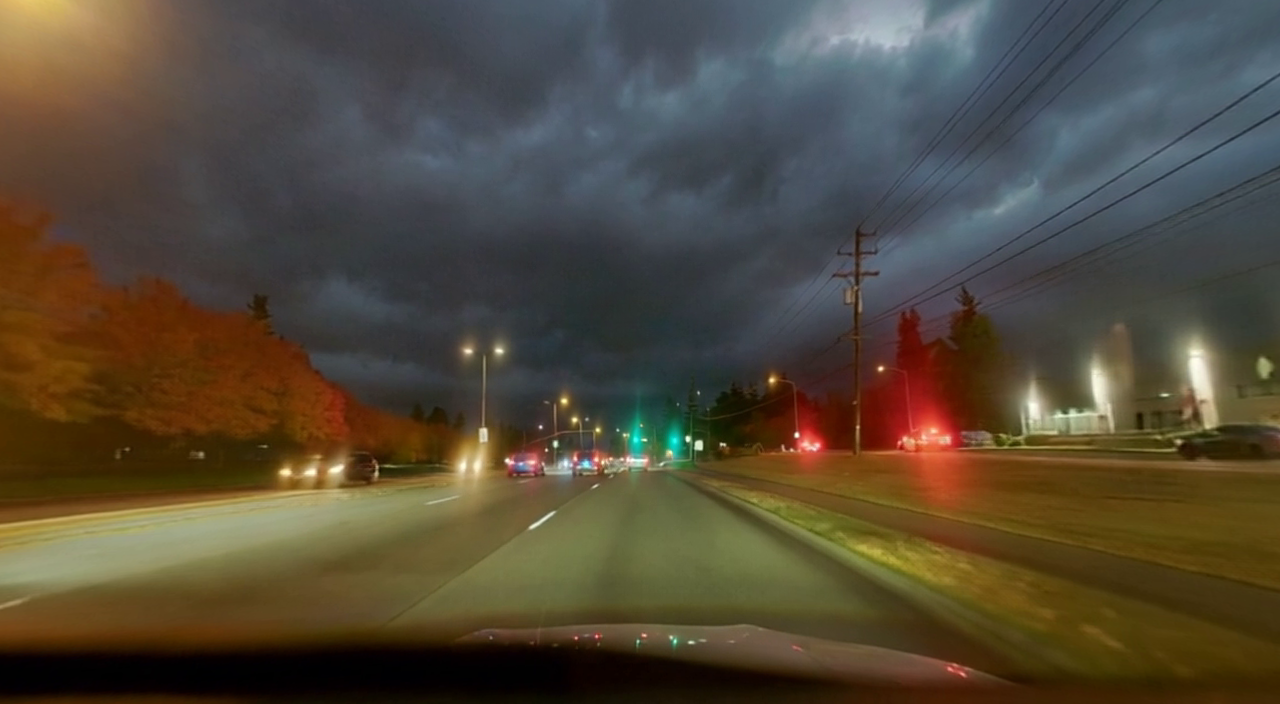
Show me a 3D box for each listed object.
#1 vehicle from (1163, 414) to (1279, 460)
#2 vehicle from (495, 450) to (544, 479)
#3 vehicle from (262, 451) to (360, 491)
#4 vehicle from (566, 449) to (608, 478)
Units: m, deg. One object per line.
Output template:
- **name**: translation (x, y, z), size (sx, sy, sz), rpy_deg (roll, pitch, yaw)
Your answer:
- **vehicle**: translation (22.001, 3.159, 23.072), size (1.884, 1.532, 4.745), rpy_deg (0, -9, 5)
- **vehicle**: translation (-7.080, 6.611, 37.316), size (1.932, 1.596, 4.247), rpy_deg (0, -9, 1)
- **vehicle**: translation (-13.734, 4.961, 26.618), size (1.909, 1.502, 4.355), rpy_deg (1, -9, -3)
- **vehicle**: translation (-3.245, 6.984, 39.665), size (2.085, 1.663, 4.513), rpy_deg (0, -9, 2)
